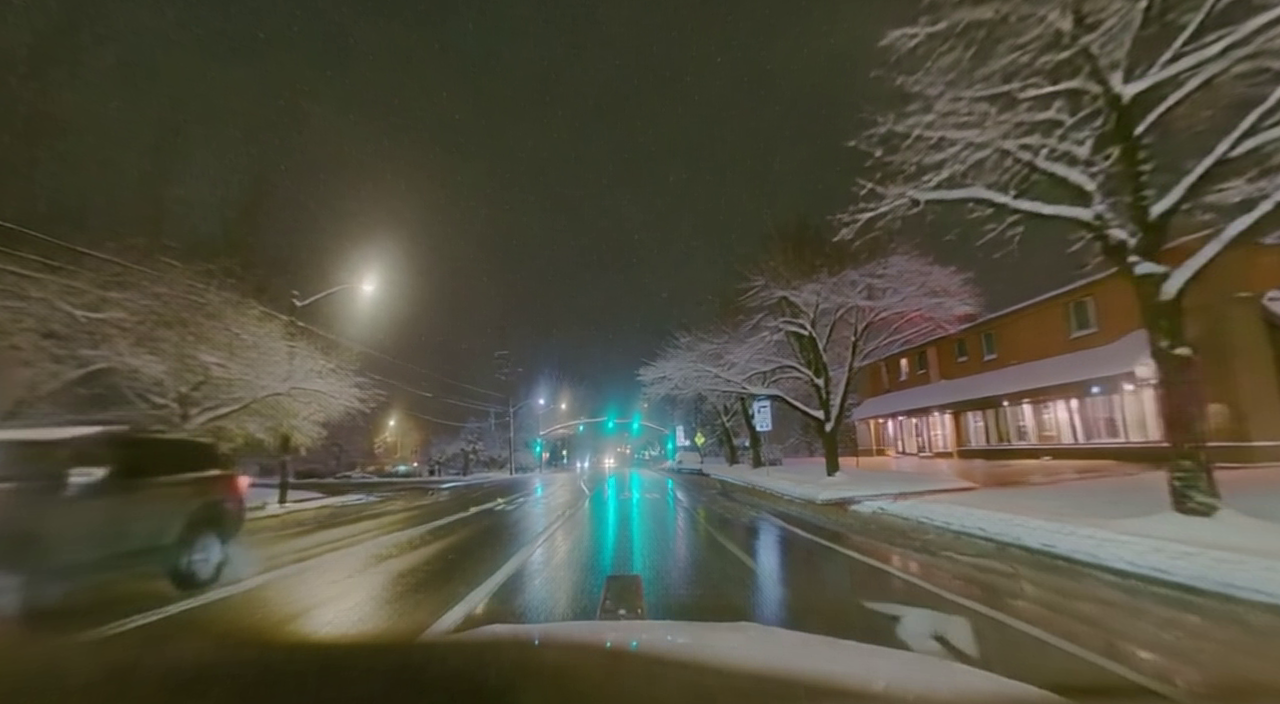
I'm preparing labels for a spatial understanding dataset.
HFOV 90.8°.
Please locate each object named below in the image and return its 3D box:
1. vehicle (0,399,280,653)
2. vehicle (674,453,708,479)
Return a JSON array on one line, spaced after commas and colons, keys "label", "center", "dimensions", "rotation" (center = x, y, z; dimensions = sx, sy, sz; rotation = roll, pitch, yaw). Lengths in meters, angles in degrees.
[{"label": "vehicle", "center": [-6.255, 1.541, 6.134], "dimensions": [2.545, 1.943, 5.168], "rotation": [0, -9, -2]}, {"label": "vehicle", "center": [3.642, 8.222, 45.738], "dimensions": [1.957, 1.753, 4.413], "rotation": [0, -9, -2]}]
